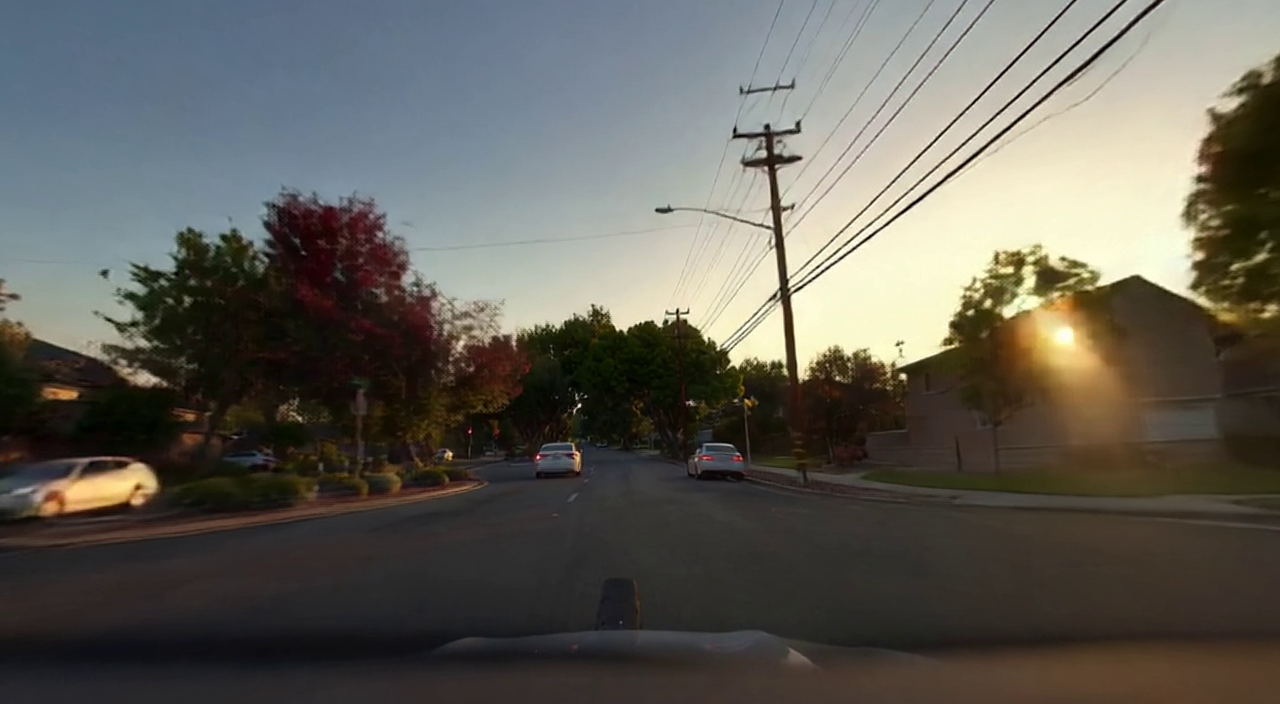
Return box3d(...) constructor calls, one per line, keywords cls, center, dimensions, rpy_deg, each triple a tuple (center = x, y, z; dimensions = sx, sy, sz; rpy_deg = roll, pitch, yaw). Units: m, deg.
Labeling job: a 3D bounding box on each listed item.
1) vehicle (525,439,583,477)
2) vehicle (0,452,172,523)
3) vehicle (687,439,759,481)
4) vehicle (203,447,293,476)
box3d(cls="vehicle", center=(-3.545, 4.452, 26.870), dimensions=(2.041, 1.471, 4.602), rpy_deg=(0, -8, -3))
box3d(cls="vehicle", center=(-14.986, 3.442, 16.622), dimensions=(2.143, 1.524, 4.408), rpy_deg=(0, -8, -3))
box3d(cls="vehicle", center=(3.103, 4.134, 24.637), dimensions=(2.074, 1.450, 4.621), rpy_deg=(0, -8, -1))
box3d(cls="vehicle", center=(-26.390, 7.362, 42.702), dimensions=(4.661, 1.800, 2.045), rpy_deg=(2, -8, -13))
